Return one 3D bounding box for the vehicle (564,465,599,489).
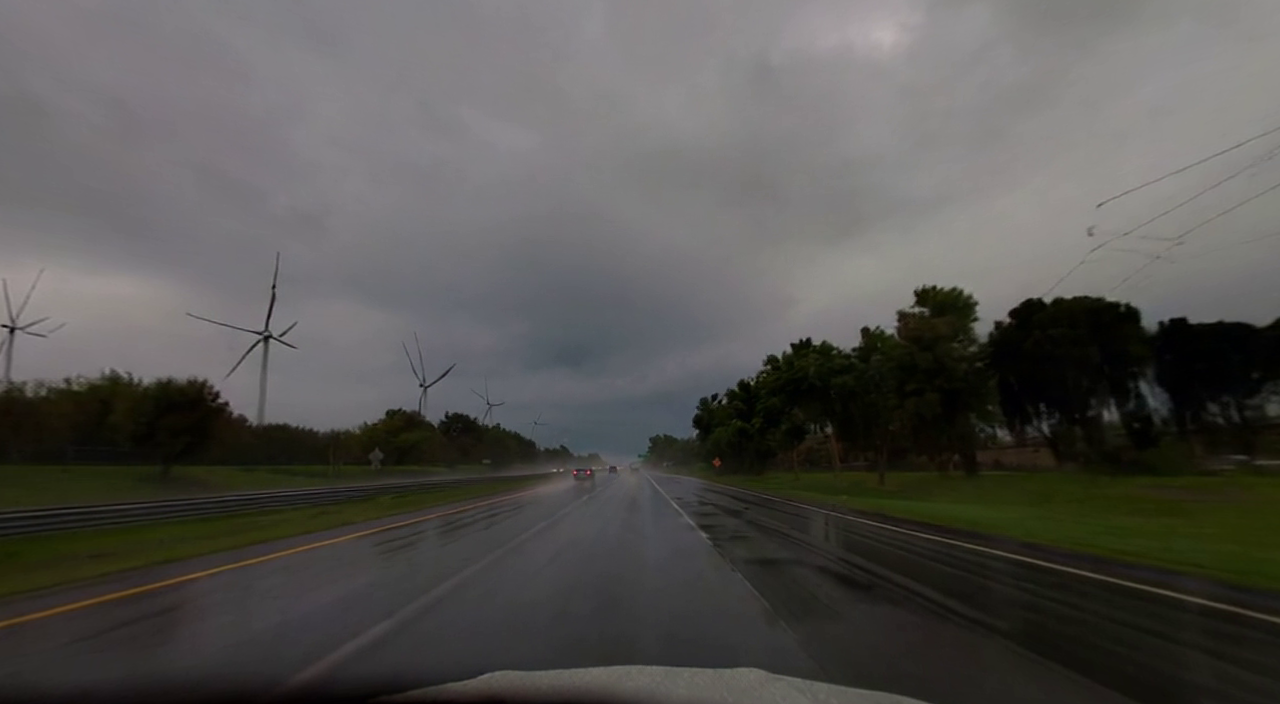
[{"bbox_3d":[-3.897,8.397,42.337,2.001,1.486,4.104,1,-10,-1],"label":"vehicle"}]
